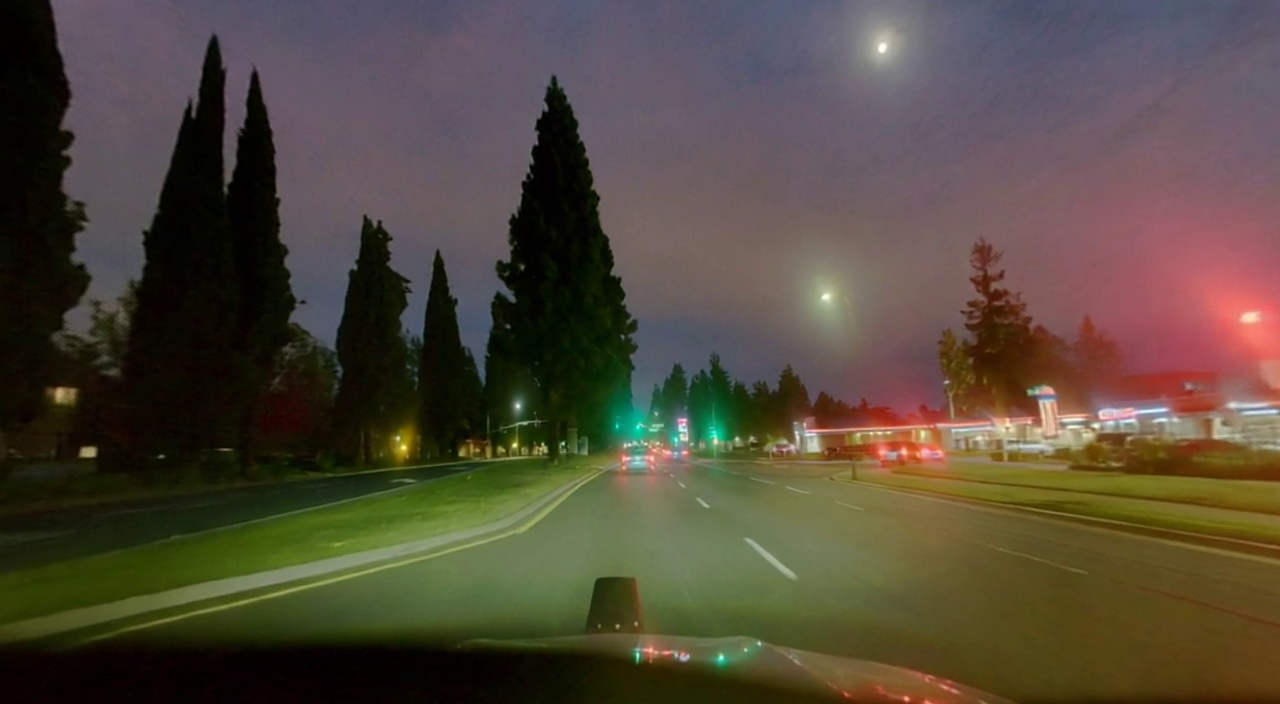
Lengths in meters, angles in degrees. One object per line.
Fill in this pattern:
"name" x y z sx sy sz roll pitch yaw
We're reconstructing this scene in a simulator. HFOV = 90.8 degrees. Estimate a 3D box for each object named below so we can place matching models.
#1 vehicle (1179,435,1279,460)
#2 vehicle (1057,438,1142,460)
"vehicle" 40.370 6.526 43.273 1.962 1.620 4.755 5 -9 -29
"vehicle" 34.742 7.335 47.892 1.853 1.552 4.707 4 -9 -30
